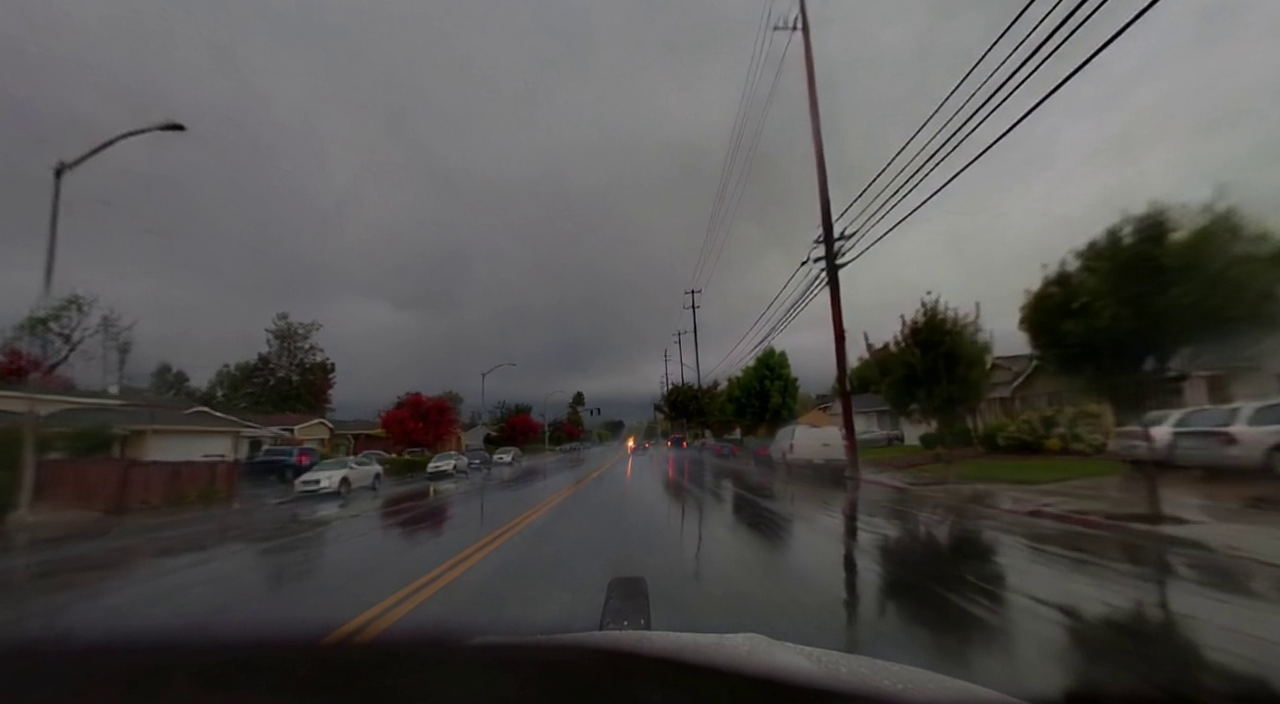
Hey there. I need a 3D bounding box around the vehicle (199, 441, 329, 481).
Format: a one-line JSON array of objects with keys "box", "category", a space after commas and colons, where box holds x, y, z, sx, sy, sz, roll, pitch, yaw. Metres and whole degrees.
[{"box": [-17.700, 5.142, 29.869, 4.745, 1.810, 2.197, -1, -8, 2], "category": "vehicle"}]

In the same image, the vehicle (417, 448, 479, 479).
[{"box": [-10.504, 6.115, 34.805, 2.098, 1.503, 4.113, 0, -8, 0], "category": "vehicle"}]

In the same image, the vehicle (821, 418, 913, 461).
[{"box": [12.948, 5.030, 36.234, 4.305, 1.844, 2.135, -7, -9, 1], "category": "vehicle"}]

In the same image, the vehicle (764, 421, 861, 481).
[{"box": [6.596, 3.866, 24.864, 2.274, 2.090, 5.465, 0, -8, 0], "category": "vehicle"}]

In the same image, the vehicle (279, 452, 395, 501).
[{"box": [-10.711, 4.408, 22.725, 1.896, 1.495, 4.425, -1, -8, 1], "category": "vehicle"}]

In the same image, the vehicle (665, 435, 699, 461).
[{"box": [2.966, 6.936, 45.630, 2.070, 1.765, 4.731, 0, -8, -1], "category": "vehicle"}]

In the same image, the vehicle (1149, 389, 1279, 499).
[{"box": [12.717, 1.552, 11.813, 4.496, 1.773, 1.972, -5, -8, -1], "category": "vehicle"}]
